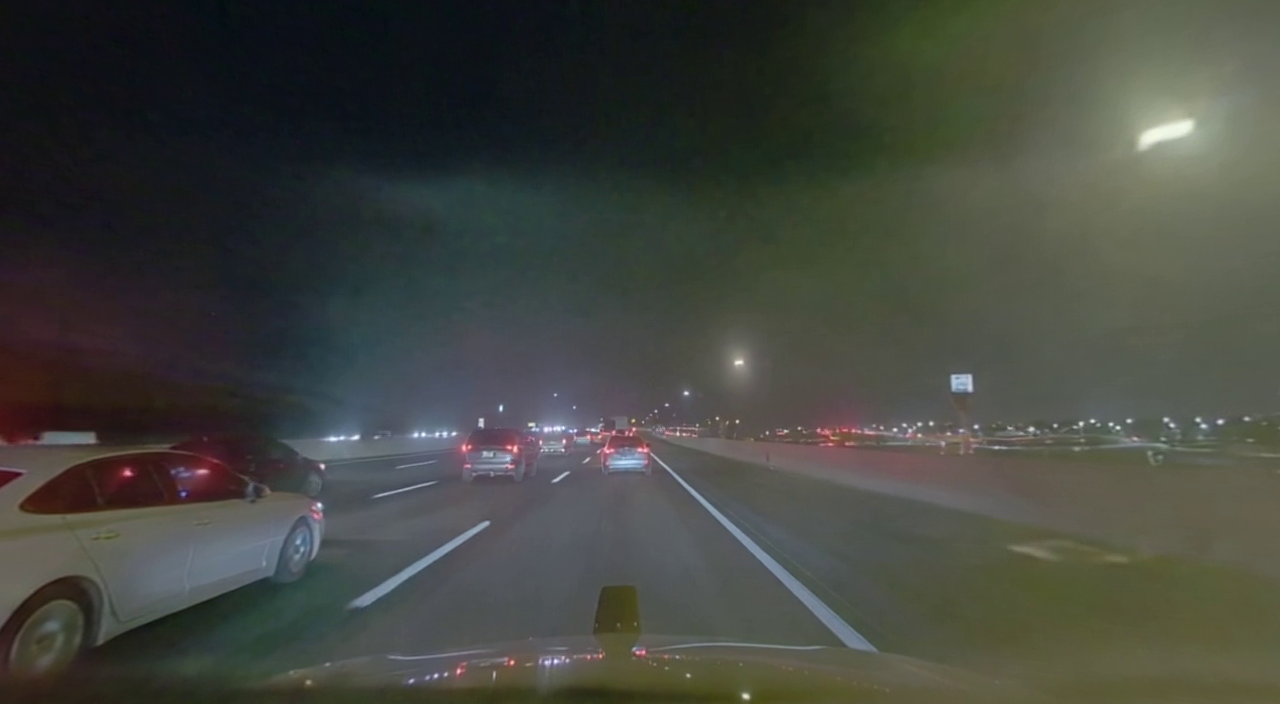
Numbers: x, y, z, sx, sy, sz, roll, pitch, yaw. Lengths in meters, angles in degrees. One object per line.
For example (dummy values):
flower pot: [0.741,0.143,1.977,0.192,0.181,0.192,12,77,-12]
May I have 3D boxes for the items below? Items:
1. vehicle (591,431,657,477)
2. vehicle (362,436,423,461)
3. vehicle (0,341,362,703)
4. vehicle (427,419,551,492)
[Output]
vehicle: [-0.529,3.492,21.865,2.070,1.452,3.834,0,-8,-1]
vehicle: [-15.776,6.149,40.400,2.037,1.505,4.644,0,-8,0]
vehicle: [-3.877,1.008,4.181,2.107,1.703,4.274,0,-8,0]
vehicle: [-3.853,2.736,17.020,2.154,1.690,4.595,0,-8,1]
